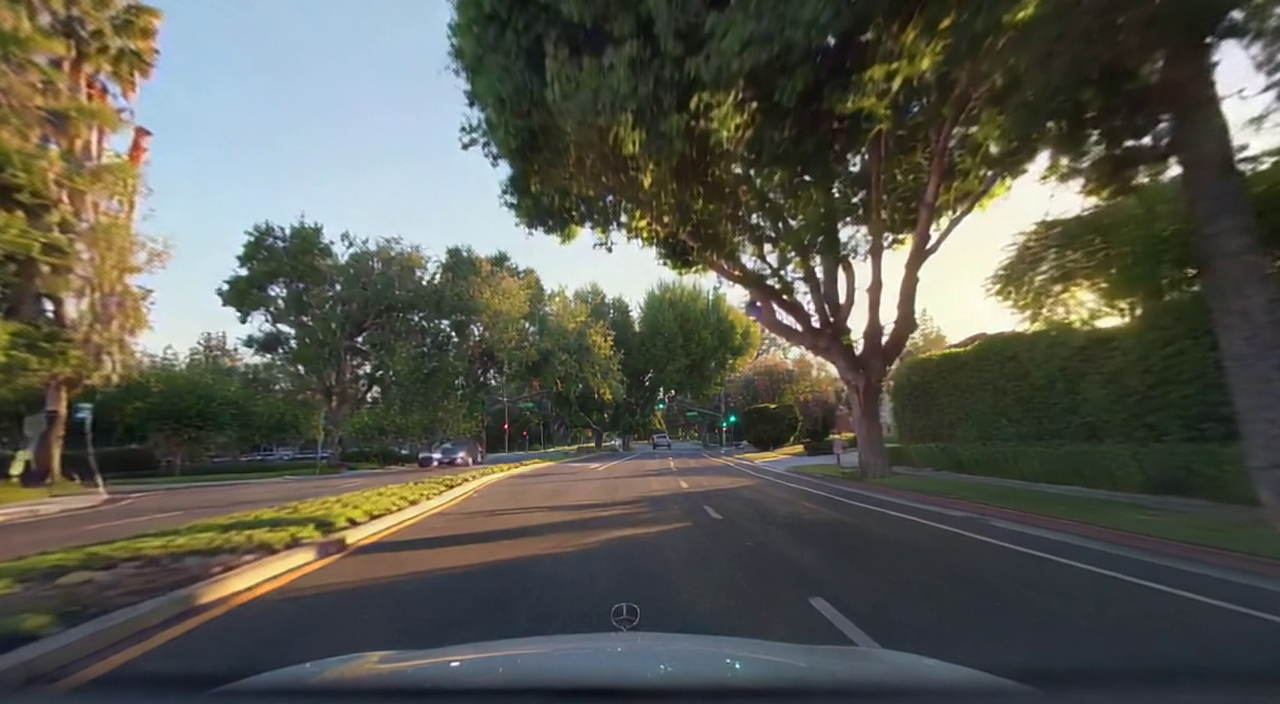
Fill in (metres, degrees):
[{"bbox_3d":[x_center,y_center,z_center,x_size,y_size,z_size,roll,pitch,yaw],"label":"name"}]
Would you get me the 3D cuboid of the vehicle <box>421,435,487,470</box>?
[{"bbox_3d":[-11.072,6.021,38.118,2.174,1.855,5.452,-2,-8,2],"label":"vehicle"}]
